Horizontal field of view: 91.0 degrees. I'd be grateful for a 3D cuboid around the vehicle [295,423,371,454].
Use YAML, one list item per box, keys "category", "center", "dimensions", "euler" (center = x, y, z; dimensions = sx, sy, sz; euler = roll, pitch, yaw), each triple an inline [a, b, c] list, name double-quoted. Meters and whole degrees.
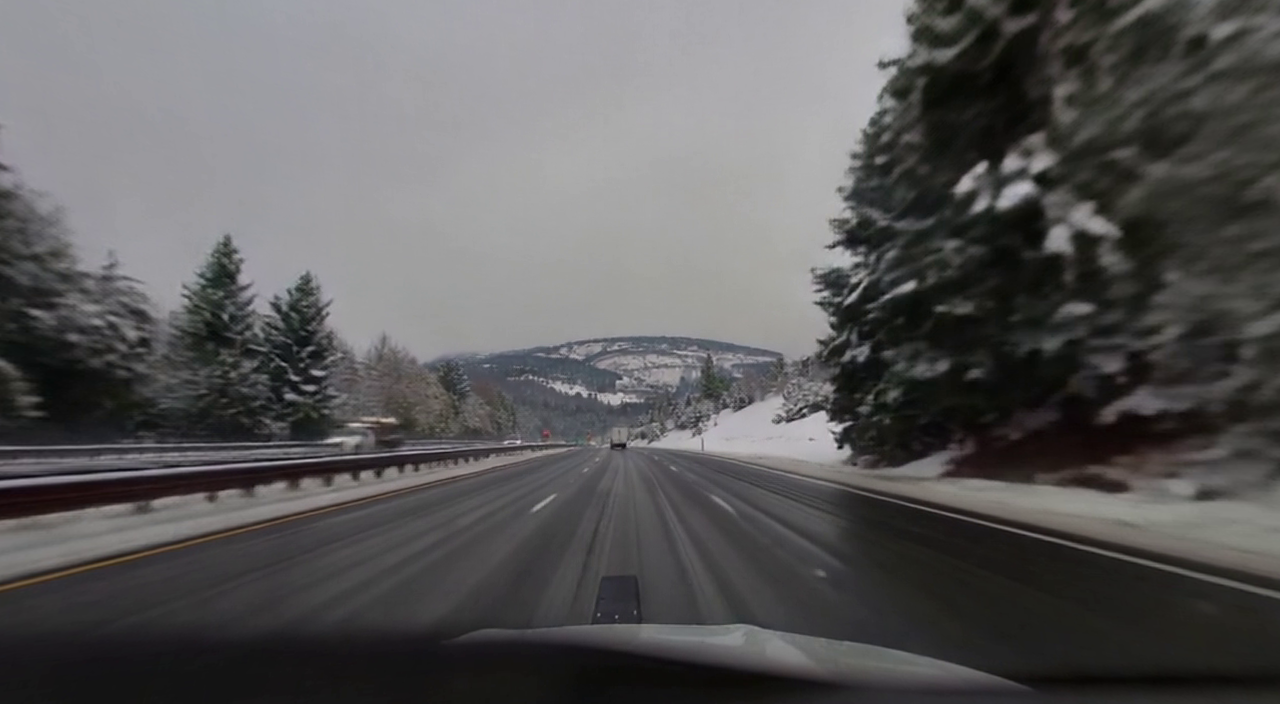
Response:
- category: "vehicle"
  center: [-16.559, 4.725, 34.251]
  dimensions: [1.882, 1.561, 4.536]
  euler: [0, -8, -1]
